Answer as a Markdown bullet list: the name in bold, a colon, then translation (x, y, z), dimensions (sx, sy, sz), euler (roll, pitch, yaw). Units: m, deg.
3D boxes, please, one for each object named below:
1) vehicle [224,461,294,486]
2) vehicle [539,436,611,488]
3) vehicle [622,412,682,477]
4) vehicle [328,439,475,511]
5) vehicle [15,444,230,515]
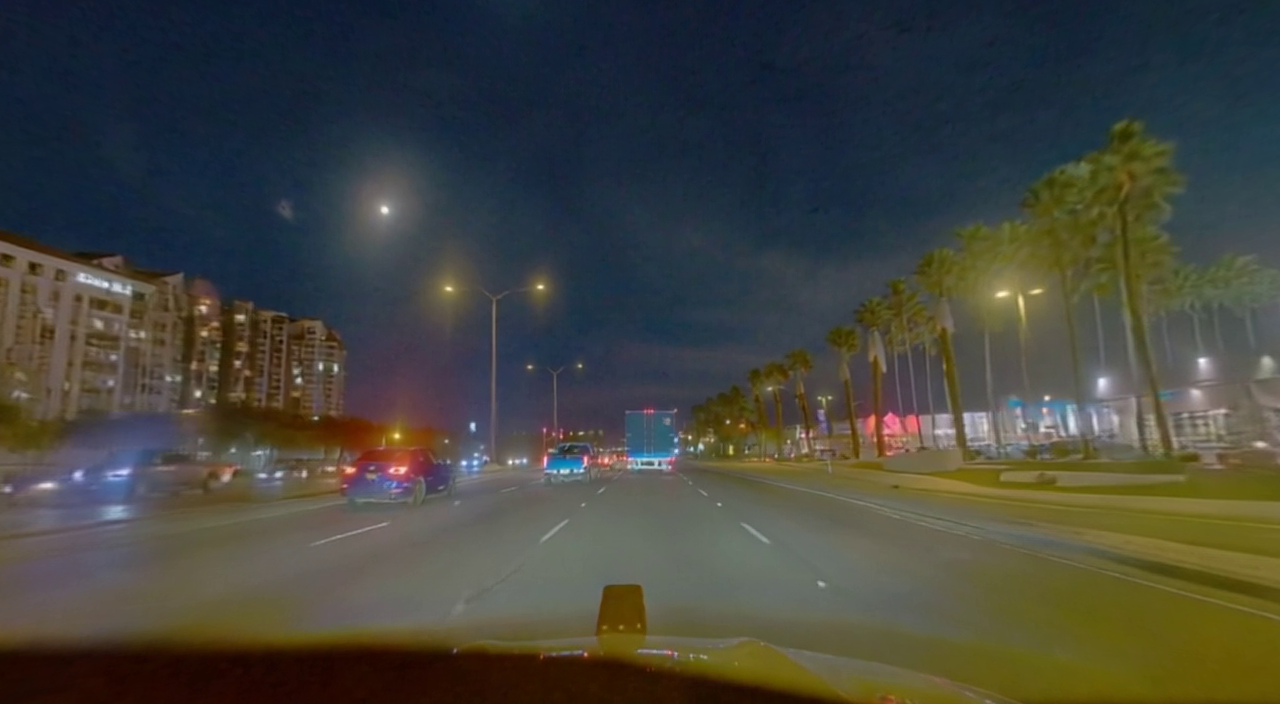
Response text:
- **vehicle**: translation (-27.594, 8.796, 45.656), dimensions (1.876, 1.505, 4.876), euler (0, -8, 2)
- **vehicle**: translation (-2.428, 4.305, 24.895), dimensions (2.178, 1.826, 4.933), euler (0, -8, 2)
- **vehicle**: translation (0.657, 5.147, 34.850), dimensions (2.993, 3.235, 6.692), euler (0, -8, 1)
- **vehicle**: translation (-6.175, 3.208, 16.975), dimensions (2.045, 1.630, 4.680), euler (0, -8, 1)
- **vehicle**: translation (-14.429, 3.524, 17.986), dimensions (2.100, 1.746, 4.662), euler (0, -8, 1)
